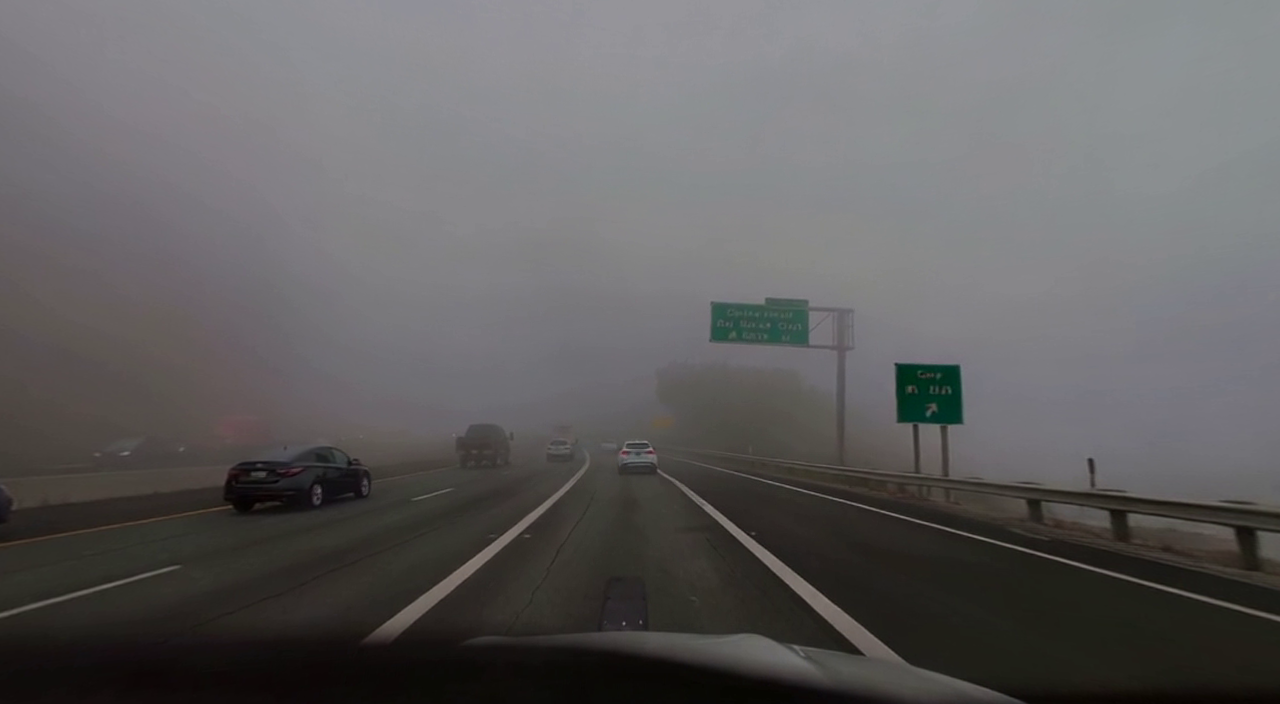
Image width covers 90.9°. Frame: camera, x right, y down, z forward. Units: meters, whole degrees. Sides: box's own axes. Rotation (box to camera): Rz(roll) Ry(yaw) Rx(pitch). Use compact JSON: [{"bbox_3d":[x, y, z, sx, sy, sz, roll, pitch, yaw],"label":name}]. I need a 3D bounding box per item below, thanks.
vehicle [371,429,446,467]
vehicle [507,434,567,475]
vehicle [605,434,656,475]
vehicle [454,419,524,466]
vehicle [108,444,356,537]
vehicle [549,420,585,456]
[{"bbox_3d":[-12.056,5.055,33.244,2.079,1.807,5.187,0,-8,-1],"label":"vehicle"},{"bbox_3d":[-4.414,4.476,27.708,2.005,1.631,4.295,0,-8,-1],"label":"vehicle"},{"bbox_3d":[-0.472,4.495,27.892,2.092,1.671,3.772,0,-8,-2],"label":"vehicle"},{"bbox_3d":[-8.440,5.181,36.050,2.773,2.402,6.232,0,-8,-3],"label":"vehicle"},{"bbox_3d":[-7.512,2.536,12.306,1.896,1.465,4.399,0,-8,0],"label":"vehicle"},{"bbox_3d":[-5.603,6.722,49.219,2.279,2.672,5.256,0,-8,-2],"label":"vehicle"}]
